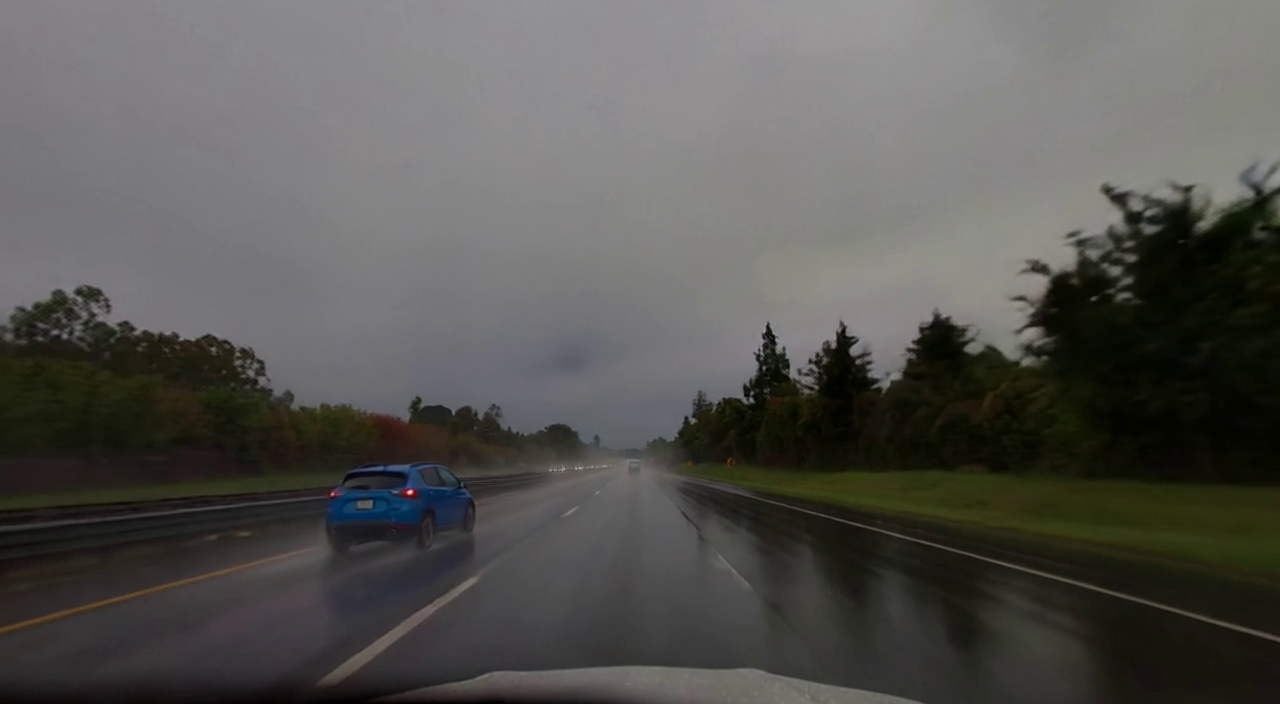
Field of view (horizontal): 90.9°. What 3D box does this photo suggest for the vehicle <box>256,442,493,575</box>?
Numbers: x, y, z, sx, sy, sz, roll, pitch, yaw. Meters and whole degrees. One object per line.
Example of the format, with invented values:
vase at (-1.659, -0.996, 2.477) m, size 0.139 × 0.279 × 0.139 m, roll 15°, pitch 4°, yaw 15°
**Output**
vehicle at (-3.653, 2.245, 9.619) m, size 1.797 × 1.532 × 4.072 m, roll 1°, pitch -10°, yaw 0°
